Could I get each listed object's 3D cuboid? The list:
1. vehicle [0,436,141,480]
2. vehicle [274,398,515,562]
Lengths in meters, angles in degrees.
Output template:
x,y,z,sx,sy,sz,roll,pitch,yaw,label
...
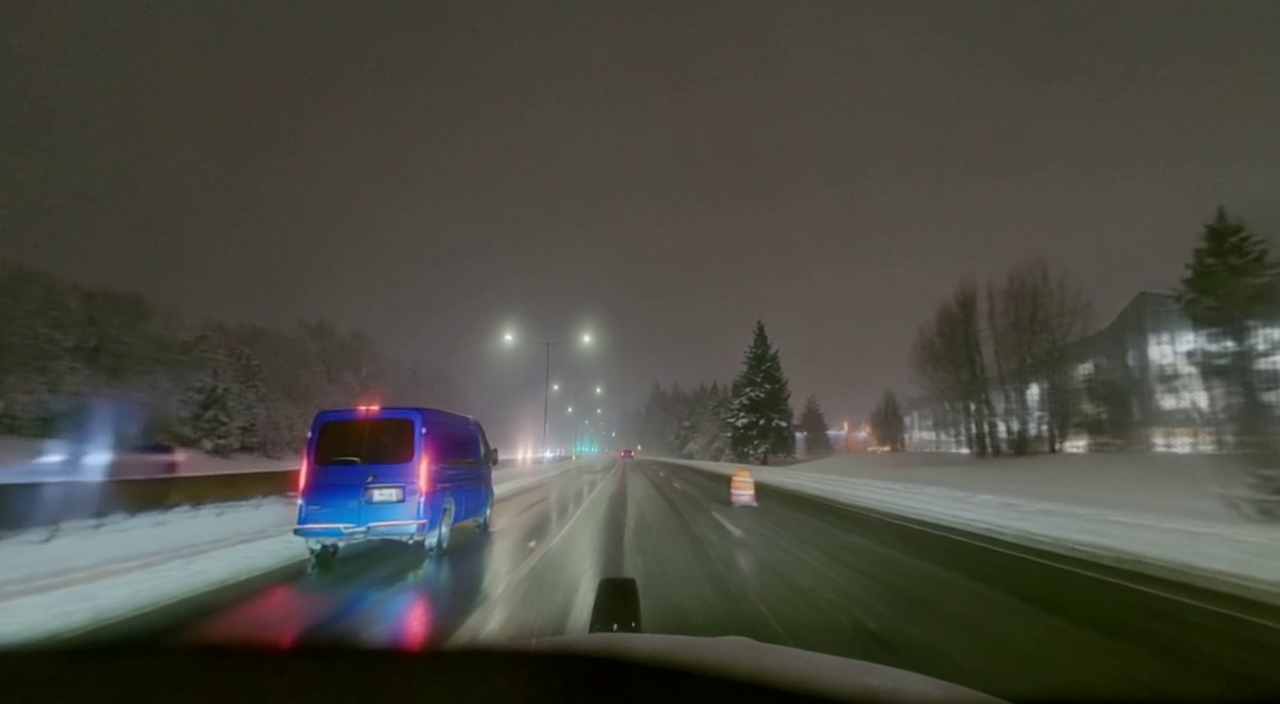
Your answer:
x,y,z,sx,sy,sz,roll,pitch,yaw,label
-23.789,4.418,26.489,1.926,1.681,4.655,0,-9,-1,vehicle
-3.442,1.913,10.020,2.046,1.982,4.465,0,-9,-1,vehicle
